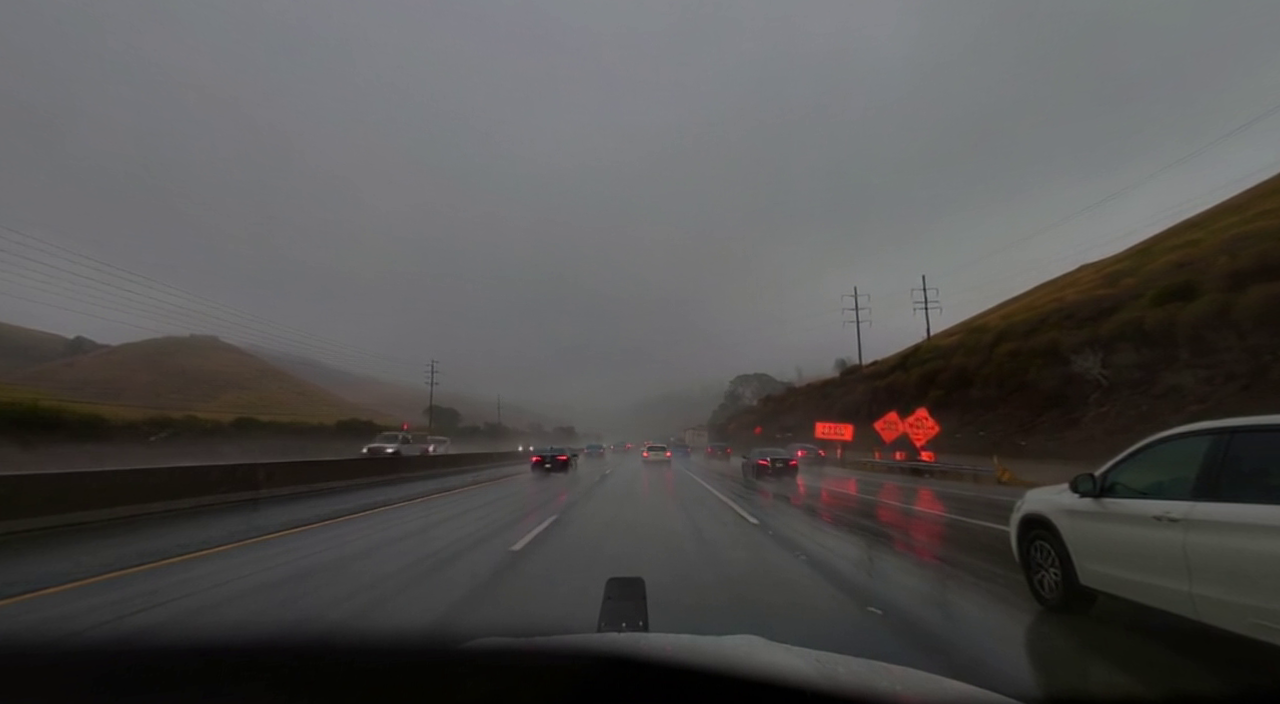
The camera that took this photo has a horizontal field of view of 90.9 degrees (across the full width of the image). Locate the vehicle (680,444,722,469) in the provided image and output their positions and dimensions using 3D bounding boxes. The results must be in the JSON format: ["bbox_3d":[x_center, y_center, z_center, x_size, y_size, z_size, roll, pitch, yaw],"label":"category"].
[{"bbox_3d":[3.749,6.458,39.338,2.177,1.453,4.205,0,-8,-1],"label":"vehicle"}]

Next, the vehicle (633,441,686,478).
[{"bbox_3d":[0.799,4.685,27.701,2.138,1.473,4.392,0,-8,0],"label":"vehicle"}]

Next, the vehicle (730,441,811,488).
[{"bbox_3d":[4.470,3.906,22.198,1.867,1.465,4.093,0,-8,-2],"label":"vehicle"}]

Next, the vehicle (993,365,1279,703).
[{"bbox_3d":[3.869,0.884,2.731,2.018,1.670,4.658,0,-8,1],"label":"vehicle"}]

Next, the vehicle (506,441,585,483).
[{"bbox_3d":[-3.444,4.107,23.860,2.232,1.438,4.163,-1,-8,2],"label":"vehicle"}]

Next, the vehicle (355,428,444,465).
[{"bbox_3d":[-13.971,5.560,37.210,2.547,1.937,6.432,-1,-8,1],"label":"vehicle"}]
